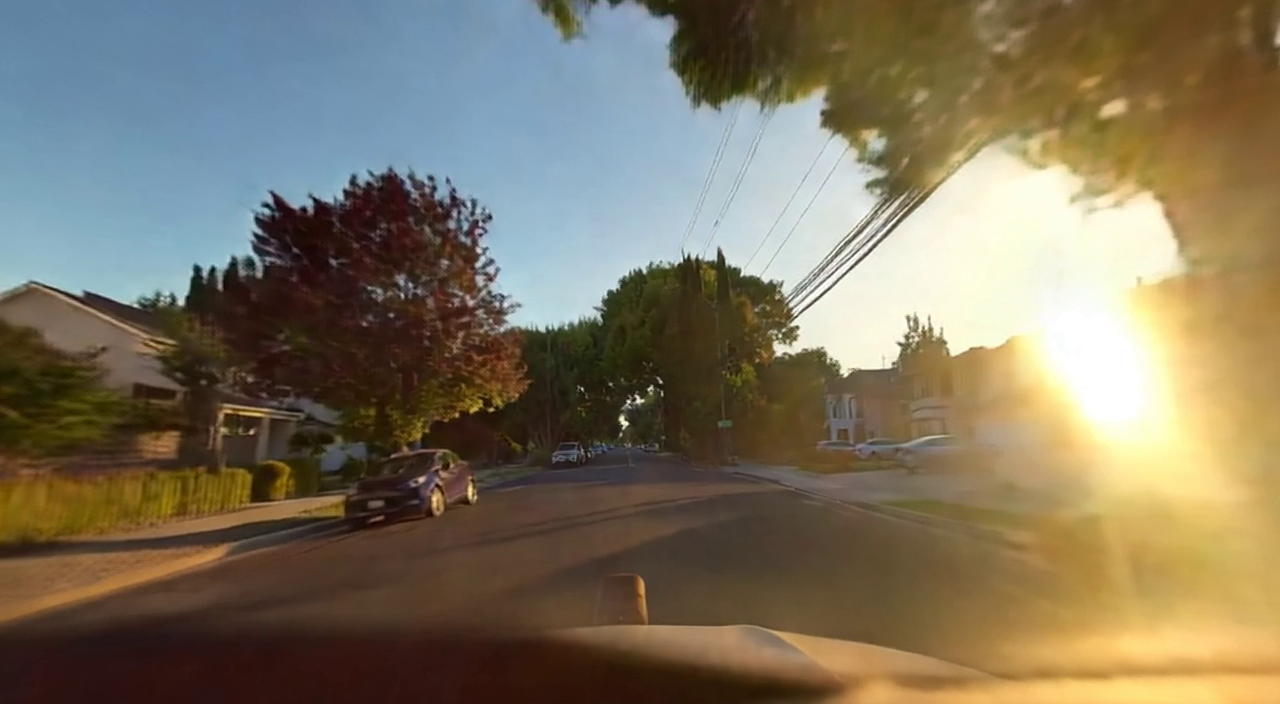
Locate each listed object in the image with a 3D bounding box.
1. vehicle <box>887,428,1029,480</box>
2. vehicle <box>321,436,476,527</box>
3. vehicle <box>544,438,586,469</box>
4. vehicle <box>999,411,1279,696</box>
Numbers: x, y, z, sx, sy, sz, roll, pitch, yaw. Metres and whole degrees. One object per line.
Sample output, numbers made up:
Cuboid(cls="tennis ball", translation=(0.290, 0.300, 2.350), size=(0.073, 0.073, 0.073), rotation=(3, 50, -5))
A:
Cuboid(cls="vehicle", translation=(11.876, 3.827, 23.883), size=(4.226, 1.679, 1.983), rotation=(-4, -7, 8))
Cuboid(cls="vehicle", translation=(-5.415, 2.880, 14.831), size=(1.970, 1.666, 4.223), rotation=(-3, -7, 0))
Cuboid(cls="vehicle", translation=(-5.620, 7.684, 48.101), size=(2.411, 1.979, 5.915), rotation=(-4, -8, -1))
Cuboid(cls="vehicle", translation=(4.588, 1.174, 3.872), size=(2.170, 1.549, 4.178), rotation=(1, -8, -3))
